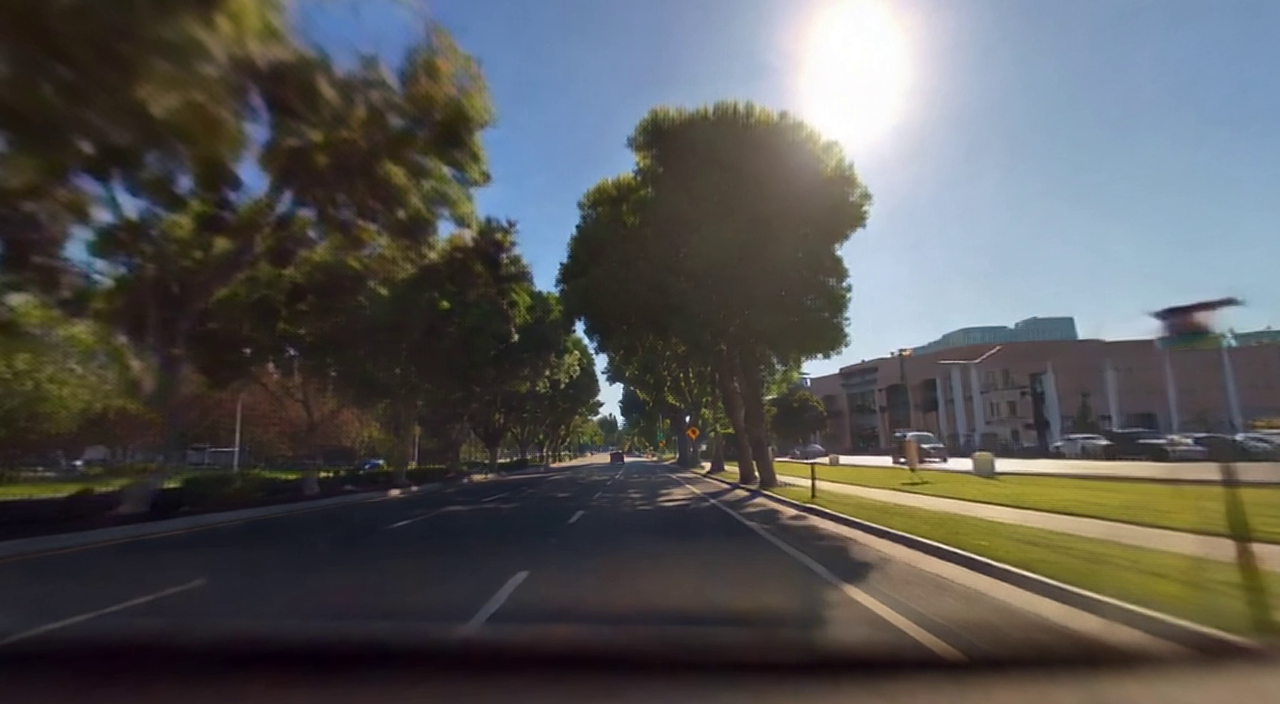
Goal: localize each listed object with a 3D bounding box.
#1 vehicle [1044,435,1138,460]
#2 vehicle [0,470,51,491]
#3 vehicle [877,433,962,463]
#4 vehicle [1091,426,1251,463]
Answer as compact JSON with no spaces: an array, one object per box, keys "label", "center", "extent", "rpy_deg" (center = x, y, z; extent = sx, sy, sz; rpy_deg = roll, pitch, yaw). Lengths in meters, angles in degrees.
[{"label":"vehicle","center":[29.068,6.167,40.742],"extent":[1.910,1.451,4.433],"rpy_deg":[5,-10,-32]},{"label":"vehicle","center":[-46.532,9.547,46.927],"extent":[3.594,1.411,1.647],"rpy_deg":[-1,-9,-3]},{"label":"vehicle","center":[14.397,4.966,32.638],"extent":[3.641,1.408,1.584],"rpy_deg":[-2,-8,4]},{"label":"vehicle","center":[27.374,4.808,32.790],"extent":[2.196,1.745,5.838],"rpy_deg":[5,-10,-33]}]
